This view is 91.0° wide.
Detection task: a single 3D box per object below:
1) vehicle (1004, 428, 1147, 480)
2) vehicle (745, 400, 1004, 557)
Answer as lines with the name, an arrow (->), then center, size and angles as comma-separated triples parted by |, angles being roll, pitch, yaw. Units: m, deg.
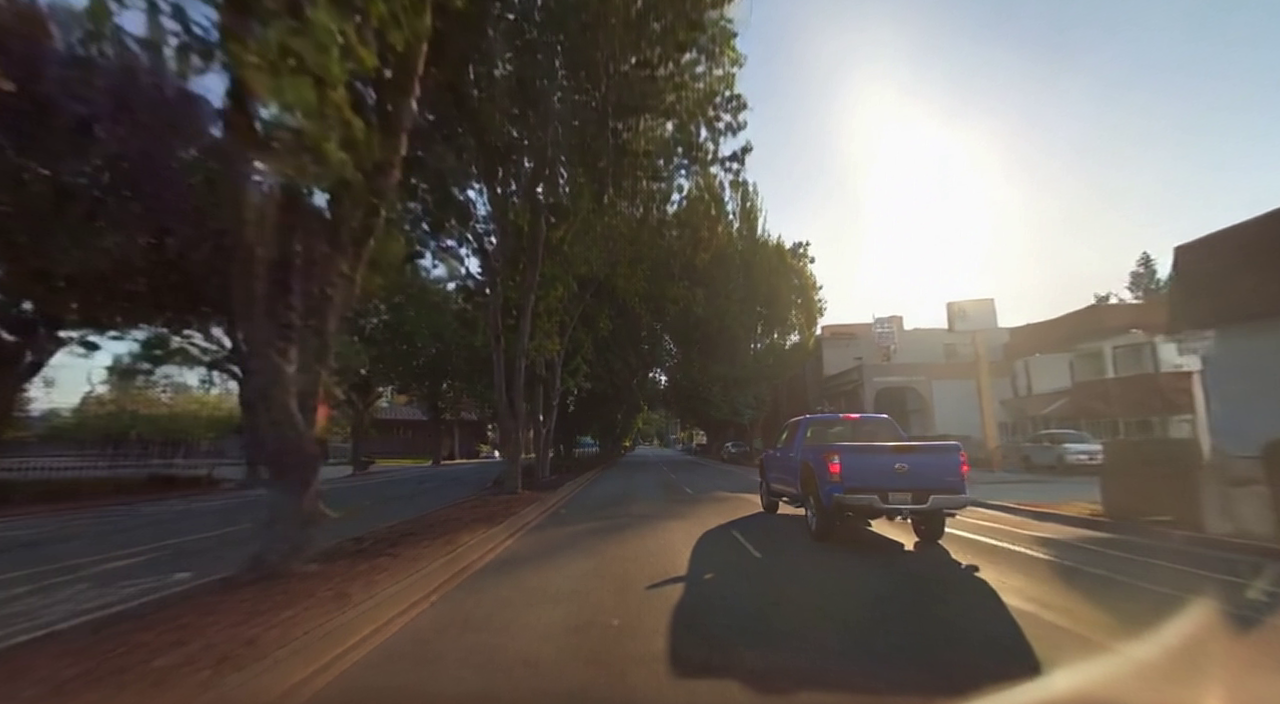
vehicle -> 15.995, 3.767, 23.504 | 1.952, 1.691, 4.743 | 0, -8, 0
vehicle -> 3.217, 1.889, 10.169 | 2.085, 1.828, 5.383 | 0, -8, 0
